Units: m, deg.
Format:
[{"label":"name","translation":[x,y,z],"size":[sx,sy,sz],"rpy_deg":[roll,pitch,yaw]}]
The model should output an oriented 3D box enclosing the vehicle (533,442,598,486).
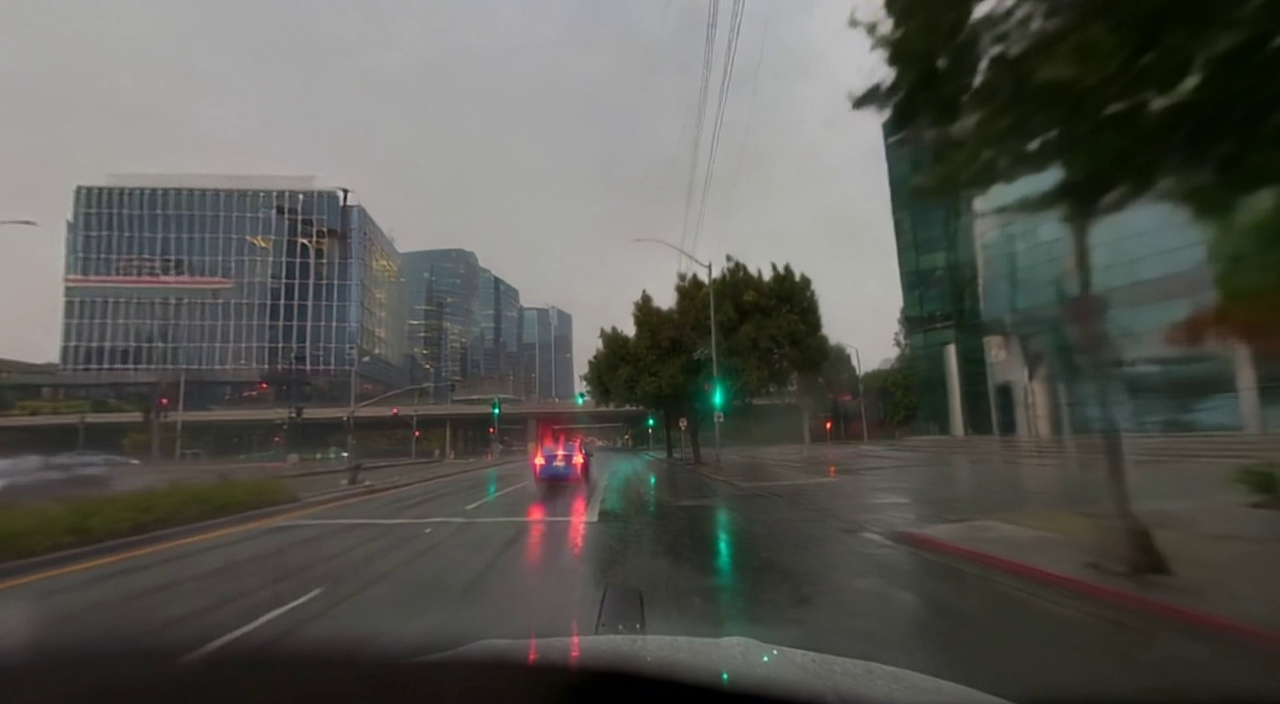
[{"label":"vehicle","translation":[-2.670,4.152,23.744],"size":[2.154,1.465,4.532],"rpy_deg":[0,-9,-3]}]
